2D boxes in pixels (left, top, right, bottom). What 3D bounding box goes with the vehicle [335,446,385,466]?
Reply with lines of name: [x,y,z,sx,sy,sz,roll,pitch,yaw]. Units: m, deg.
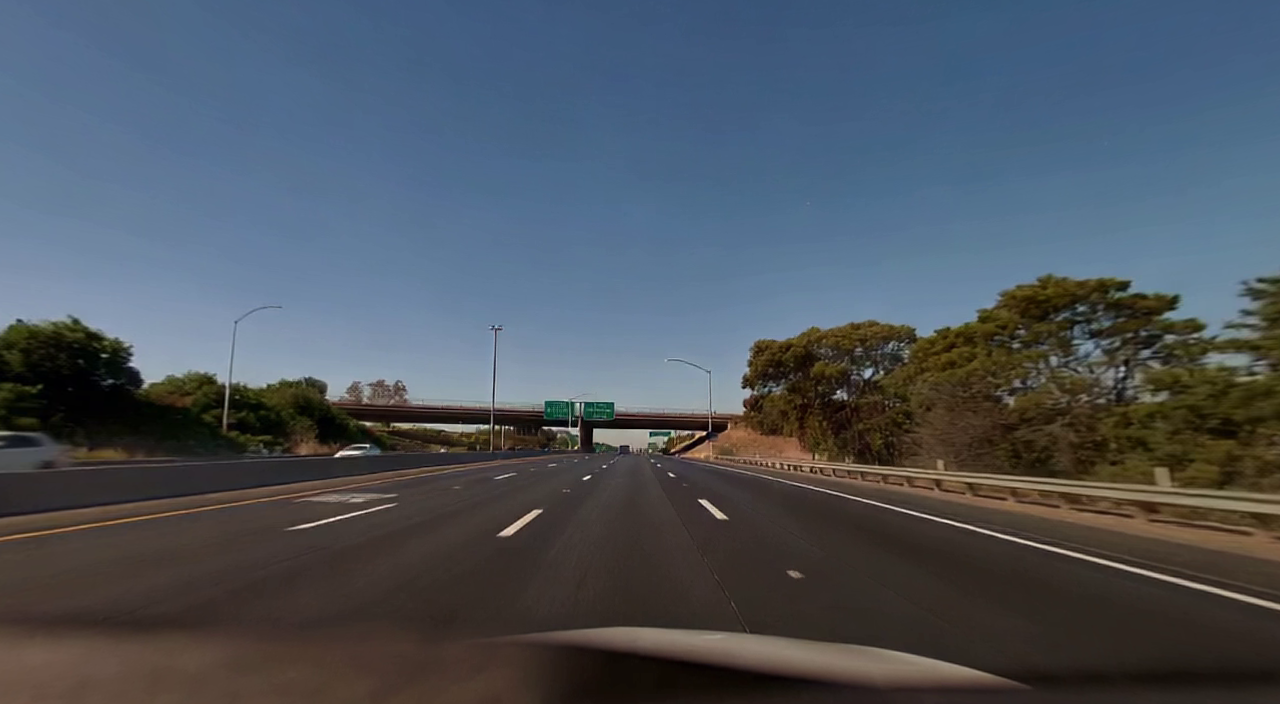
vehicle: [-21.660,8.022,48.967,1.799,1.442,4.505,0,-9,0]
